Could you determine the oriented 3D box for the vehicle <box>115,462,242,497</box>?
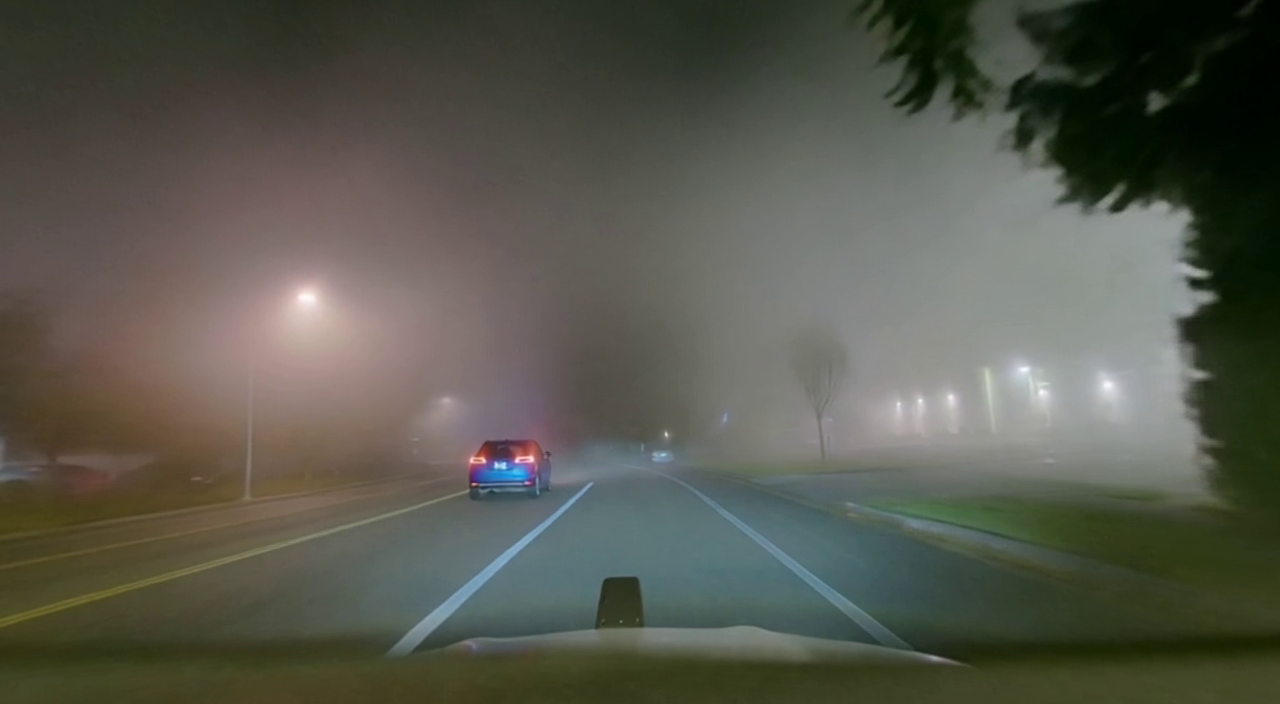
[{"bbox_3d":[-22.016,6.065,30.283,4.525,1.455,1.821,0,-8,-5],"label":"vehicle"}]

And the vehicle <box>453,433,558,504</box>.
[{"bbox_3d":[-3.771,3.335,18.565,2.175,1.772,4.442,-1,-8,-1],"label":"vehicle"}]

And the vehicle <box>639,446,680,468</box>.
[{"bbox_3d":[1.336,7.475,45.242,1.928,1.447,4.386,1,-8,-12],"label":"vehicle"}]
